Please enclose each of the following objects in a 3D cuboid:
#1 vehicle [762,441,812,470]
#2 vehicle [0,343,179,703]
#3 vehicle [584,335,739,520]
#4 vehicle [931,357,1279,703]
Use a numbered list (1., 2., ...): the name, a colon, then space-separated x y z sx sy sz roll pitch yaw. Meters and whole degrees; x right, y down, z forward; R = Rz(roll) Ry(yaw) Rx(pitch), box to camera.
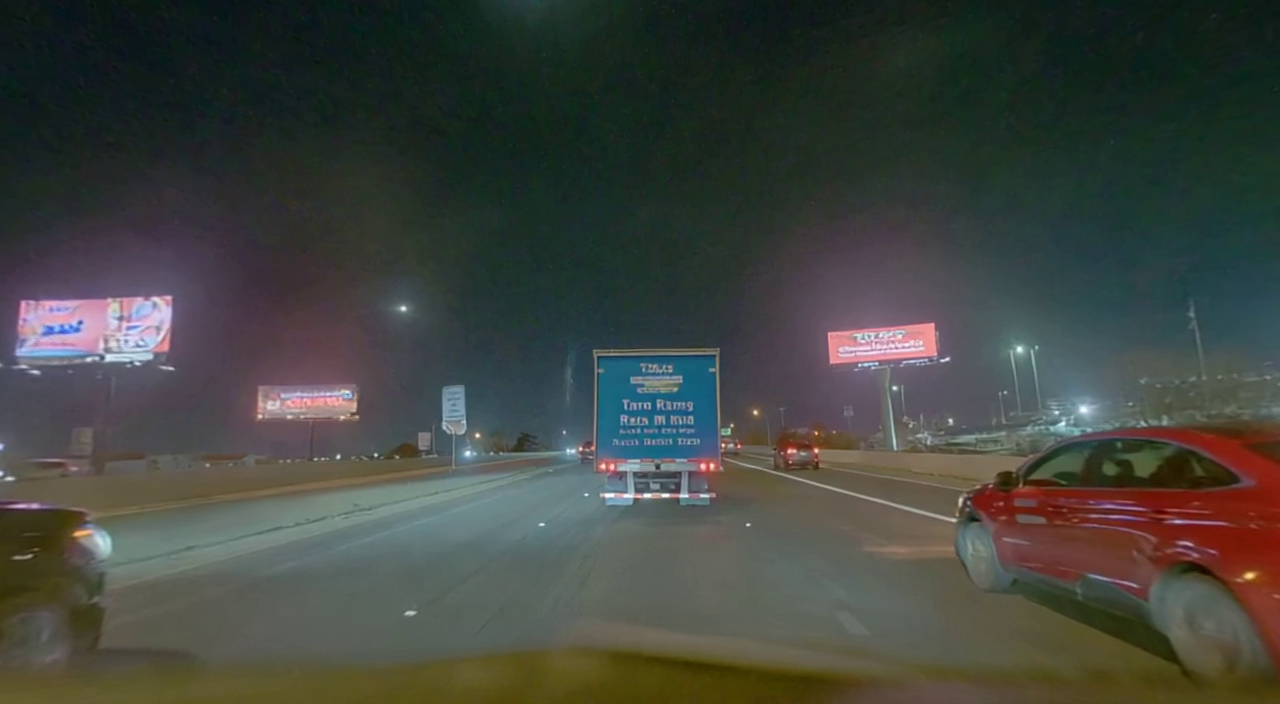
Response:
1. vehicle: 8.102 5.707 35.022 1.931 1.495 3.889 0 -8 1
2. vehicle: -3.799 0.663 1.403 2.030 1.757 4.509 0 -8 1
3. vehicle: 0.574 1.951 15.637 2.733 3.296 8.571 -1 -8 3
4. vehicle: 3.851 1.033 3.877 2.066 1.692 4.339 0 -8 1
